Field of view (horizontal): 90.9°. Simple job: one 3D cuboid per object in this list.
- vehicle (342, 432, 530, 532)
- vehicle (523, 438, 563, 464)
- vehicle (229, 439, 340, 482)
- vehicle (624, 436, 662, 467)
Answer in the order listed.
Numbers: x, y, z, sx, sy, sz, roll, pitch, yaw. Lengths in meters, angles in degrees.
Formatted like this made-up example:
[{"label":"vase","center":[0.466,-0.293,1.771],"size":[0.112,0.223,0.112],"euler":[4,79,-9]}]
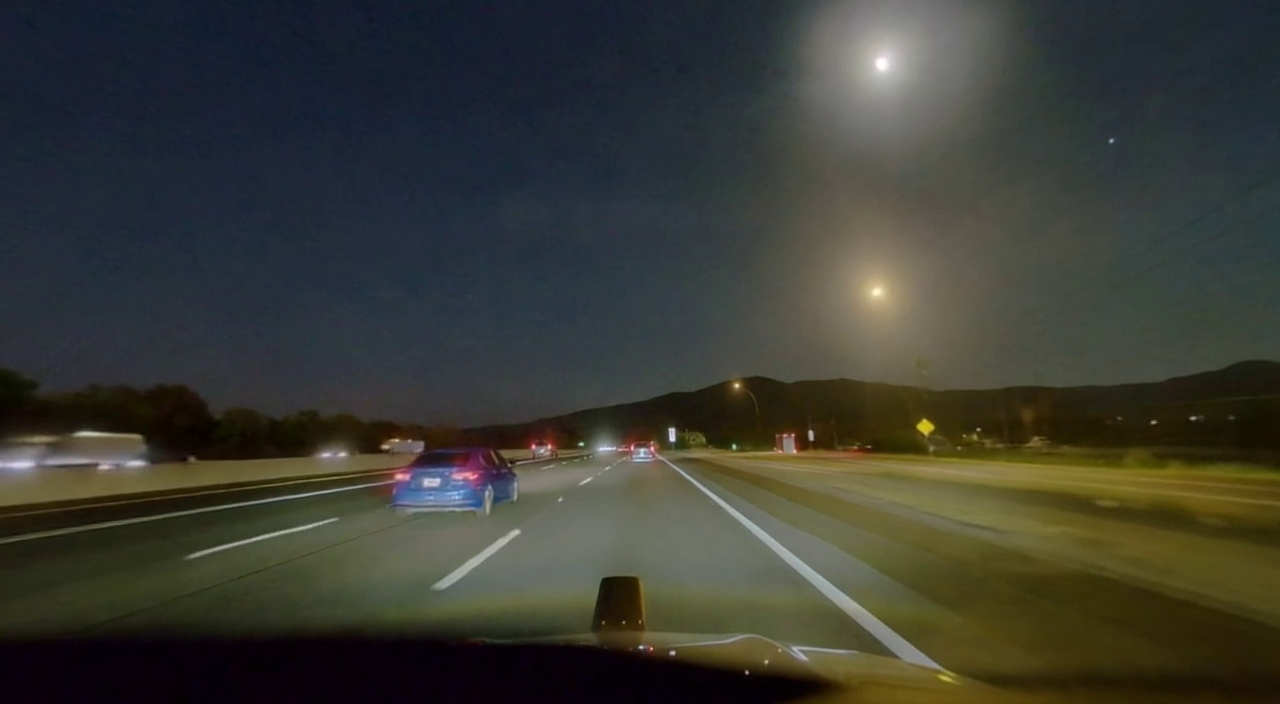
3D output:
[{"label":"vehicle","center":[-3.582,2.361,12.206],"size":[1.967,1.517,4.808],"euler":[-1,-8,1]},{"label":"vehicle","center":[-7.015,7.197,46.152],"size":[2.091,1.775,4.601],"euler":[-1,-8,1]},{"label":"vehicle","center":[-14.504,4.431,26.073],"size":[2.047,1.608,4.257],"euler":[0,-8,1]},{"label":"vehicle","center":[0.159,6.089,38.713],"size":[2.194,1.737,4.127],"euler":[0,-8,-1]}]
